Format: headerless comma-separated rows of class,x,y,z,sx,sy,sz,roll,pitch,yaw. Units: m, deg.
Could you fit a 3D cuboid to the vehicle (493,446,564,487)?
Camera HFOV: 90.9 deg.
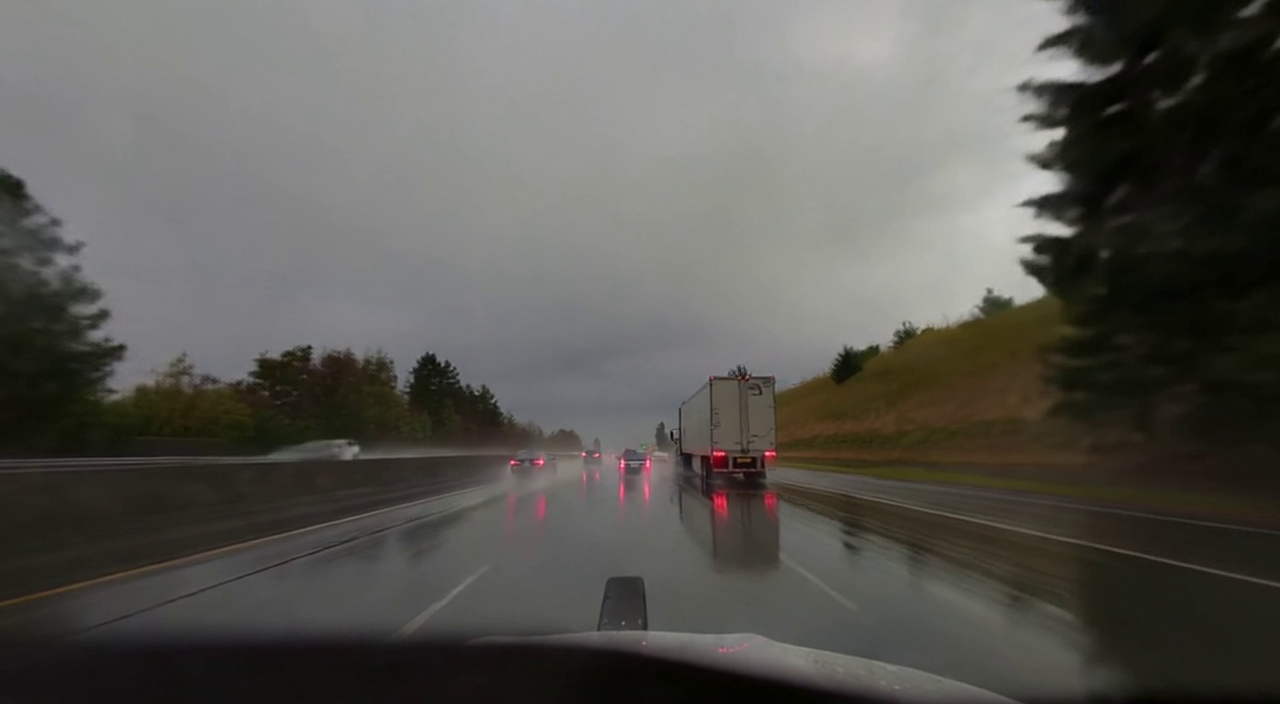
vehicle,-4.292,4.488,24.969,2.017,1.460,4.382,0,-9,0

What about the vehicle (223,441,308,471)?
vehicle,-20.527,5.720,34.785,1.864,1.501,4.593,0,-9,0

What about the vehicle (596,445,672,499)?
vehicle,-0.187,3.537,18.955,2.023,1.400,4.028,0,-9,-1

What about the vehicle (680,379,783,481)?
vehicle,4.144,4.263,32.670,2.905,4.109,14.332,0,-9,-1

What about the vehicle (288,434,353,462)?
vehicle,-20.538,6.200,40.739,1.924,1.685,4.356,0,-9,-1
